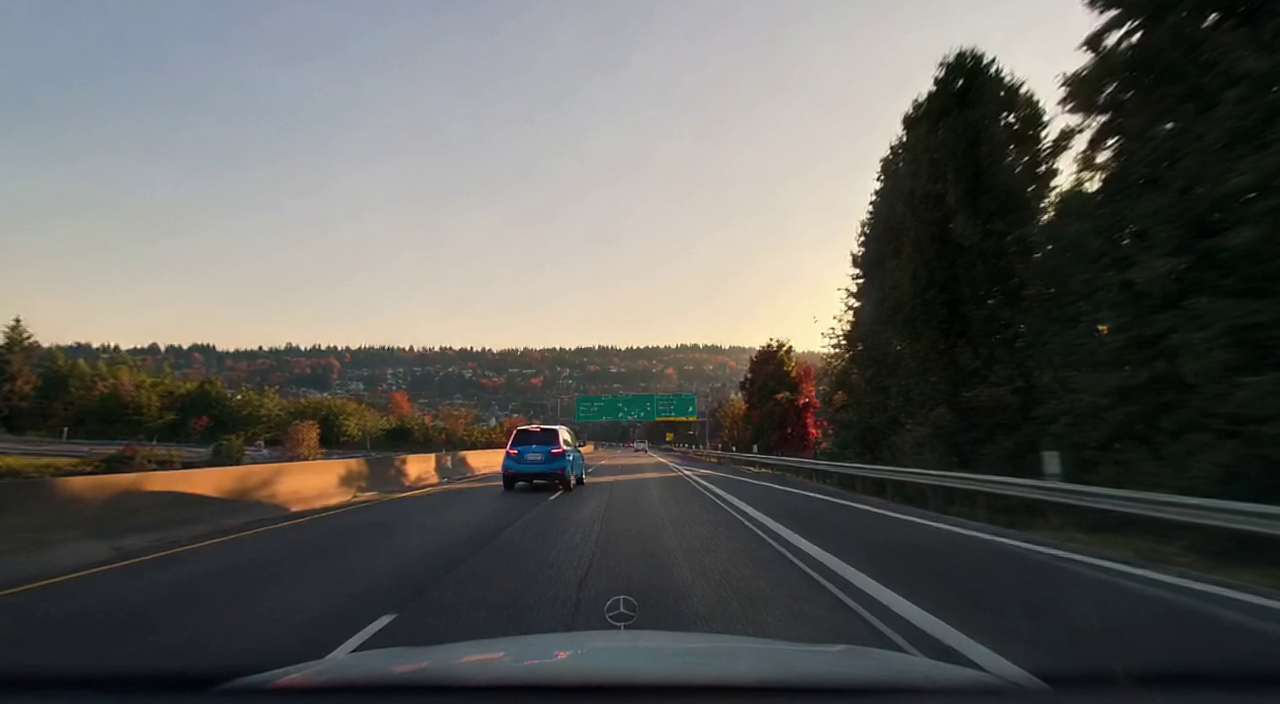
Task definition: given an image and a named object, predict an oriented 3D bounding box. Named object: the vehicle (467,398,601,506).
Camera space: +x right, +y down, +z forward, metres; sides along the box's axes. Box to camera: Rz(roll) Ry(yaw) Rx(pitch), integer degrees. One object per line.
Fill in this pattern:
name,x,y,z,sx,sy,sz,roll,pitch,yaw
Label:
vehicle,-2.291,2.364,15.247,2.248,2.154,4.892,0,-8,2
